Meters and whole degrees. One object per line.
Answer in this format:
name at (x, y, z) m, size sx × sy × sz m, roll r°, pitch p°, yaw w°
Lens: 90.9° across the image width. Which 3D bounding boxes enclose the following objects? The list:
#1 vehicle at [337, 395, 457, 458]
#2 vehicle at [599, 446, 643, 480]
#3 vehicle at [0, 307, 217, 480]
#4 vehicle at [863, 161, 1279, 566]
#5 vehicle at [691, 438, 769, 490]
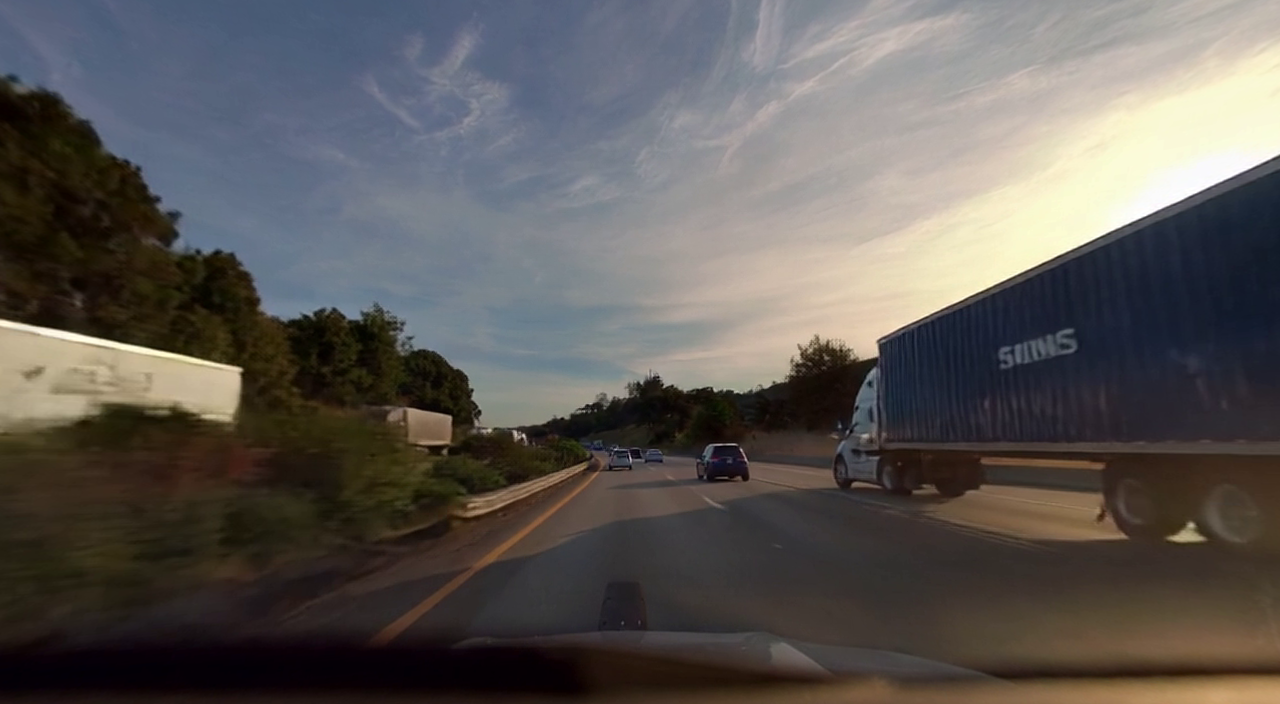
vehicle at (-17.314, 5.899, 46.955) m, size 2.926 × 3.856 × 16.459 m, roll 1°, pitch -9°, yaw -2°
vehicle at (-0.940, 5.494, 31.384) m, size 2.050 × 1.534 × 3.771 m, roll 0°, pitch -9°, yaw -2°
vehicle at (-16.440, 1.019, 15.003) m, size 2.877 × 4.006 × 14.271 m, roll 0°, pitch -9°, yaw 0°
vehicle at (7.813, 0.763, 10.364) m, size 2.965 × 3.990 × 14.227 m, roll 0°, pitch -9°, yaw -1°
vehicle at (2.996, 3.863, 21.882) m, size 2.013 × 1.623 × 3.916 m, roll 0°, pitch -9°, yaw -2°
